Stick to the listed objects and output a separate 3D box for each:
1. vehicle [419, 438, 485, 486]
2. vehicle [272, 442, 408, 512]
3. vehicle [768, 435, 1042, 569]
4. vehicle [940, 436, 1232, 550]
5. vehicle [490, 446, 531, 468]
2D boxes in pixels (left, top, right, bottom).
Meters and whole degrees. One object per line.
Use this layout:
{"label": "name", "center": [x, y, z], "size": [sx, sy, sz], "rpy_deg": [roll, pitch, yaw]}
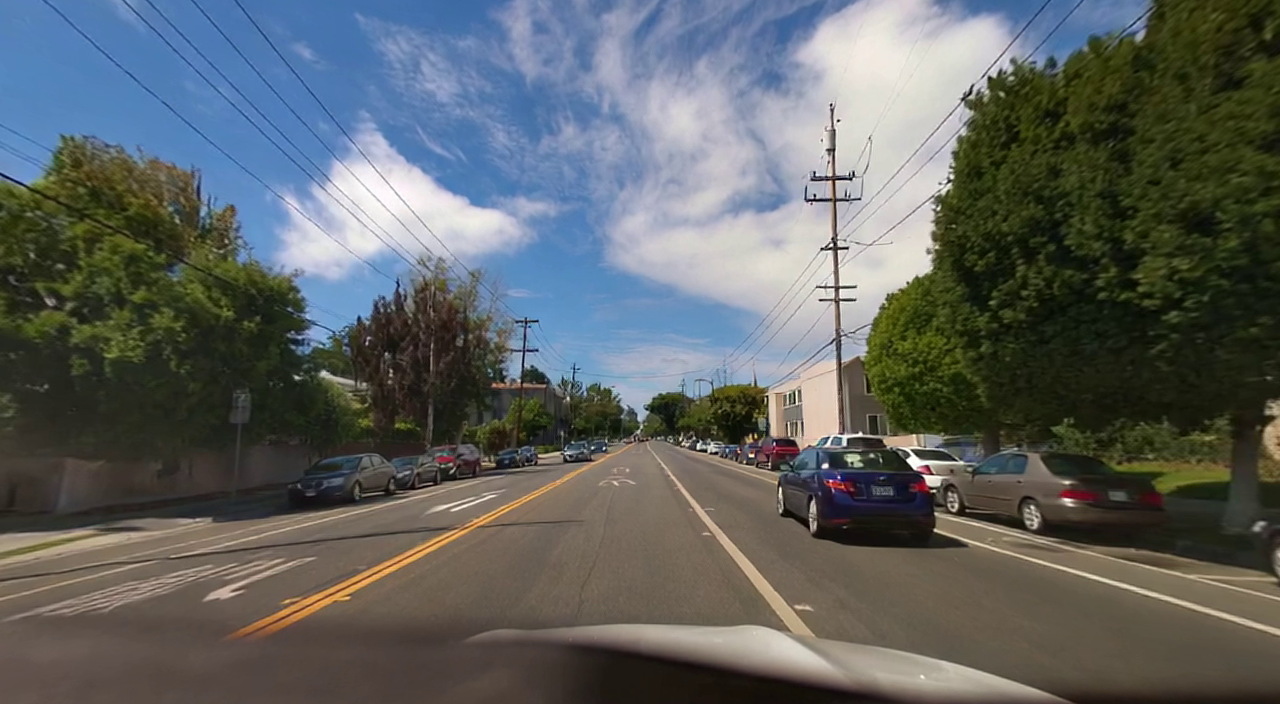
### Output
{"label": "vehicle", "center": [-9.411, 5.487, 31.957], "size": [1.981, 1.975, 4.534], "rpy_deg": [-3, -5, -1]}
{"label": "vehicle", "center": [-9.388, 3.901, 20.191], "size": [1.961, 1.683, 4.483], "rpy_deg": [-8, -9, 1]}
{"label": "vehicle", "center": [3.489, 2.052, 9.533], "size": [2.059, 1.489, 4.629], "rpy_deg": [0, -9, -1]}
{"label": "vehicle", "center": [7.785, 2.449, 11.753], "size": [2.044, 1.682, 4.466], "rpy_deg": [0, -9, -2]}
{"label": "vehicle", "center": [-9.295, 7.560, 45.661], "size": [1.944, 1.524, 4.404], "rpy_deg": [-1, -8, 1]}
